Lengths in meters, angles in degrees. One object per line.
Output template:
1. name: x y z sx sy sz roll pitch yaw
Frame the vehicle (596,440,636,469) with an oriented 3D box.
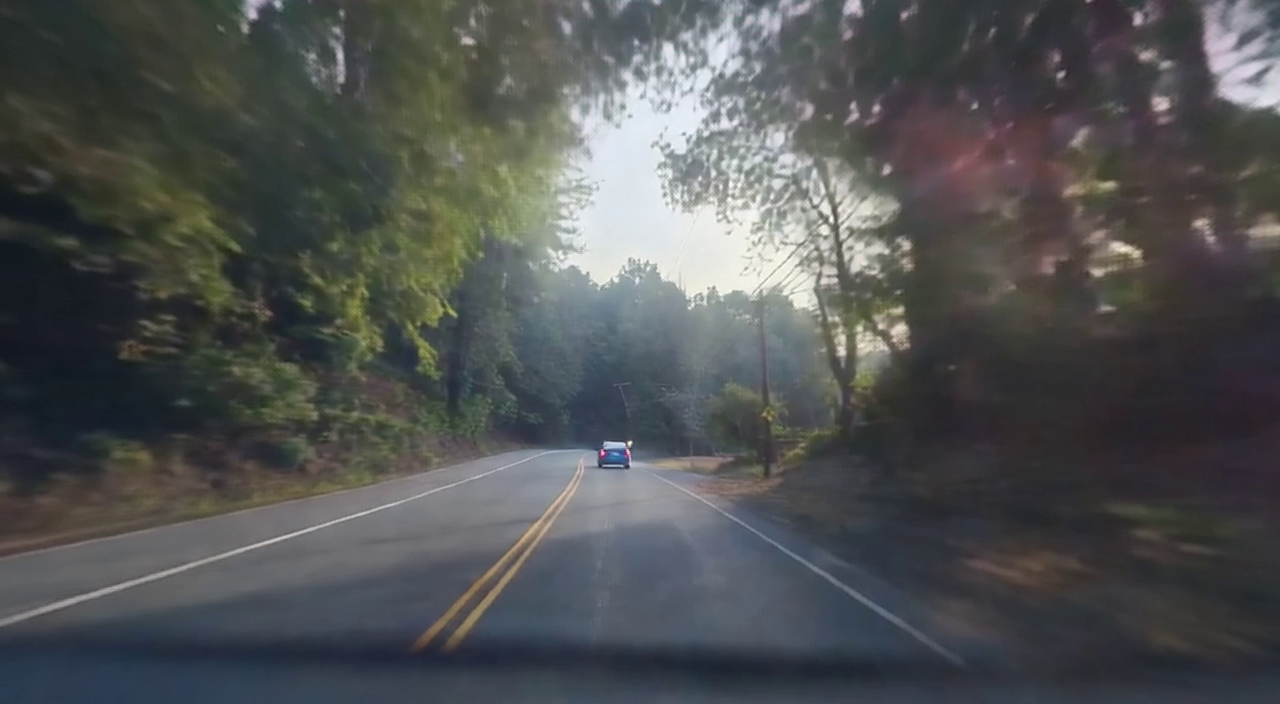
1. vehicle: -1.444 5.918 36.649 2.059 1.524 3.963 3 -9 -4
